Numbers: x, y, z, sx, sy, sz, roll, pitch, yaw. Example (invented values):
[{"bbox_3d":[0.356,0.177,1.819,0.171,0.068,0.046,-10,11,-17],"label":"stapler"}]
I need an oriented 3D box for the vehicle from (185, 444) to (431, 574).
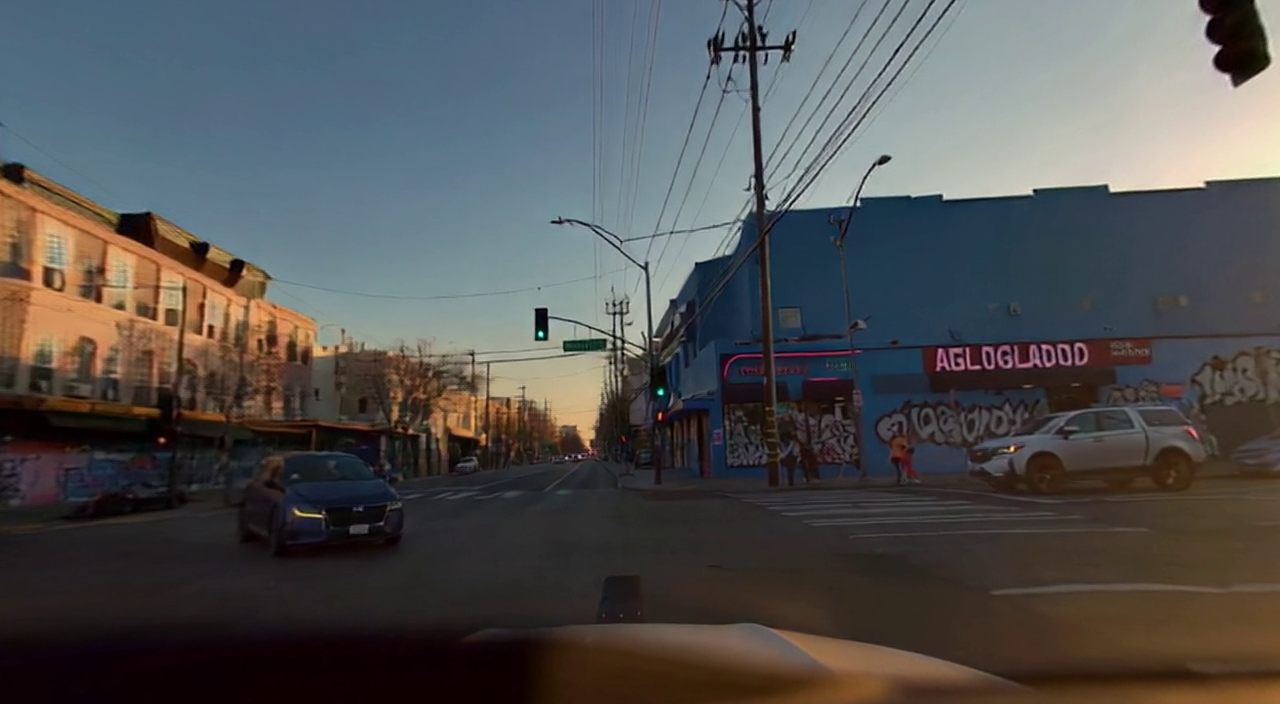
[{"bbox_3d":[-5.186,2.157,9.569,2.097,1.457,4.439,8,-12,-42],"label":"vehicle"}]

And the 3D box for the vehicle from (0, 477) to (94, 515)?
[{"bbox_3d":[-25.402,6.023,26.547,3.301,1.369,1.644,-1,-9,-5],"label":"vehicle"}]

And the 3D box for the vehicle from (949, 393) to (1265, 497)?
[{"bbox_3d":[9.747,1.967,13.525,4.970,1.972,2.372,1,-9,-6],"label":"vehicle"}]
